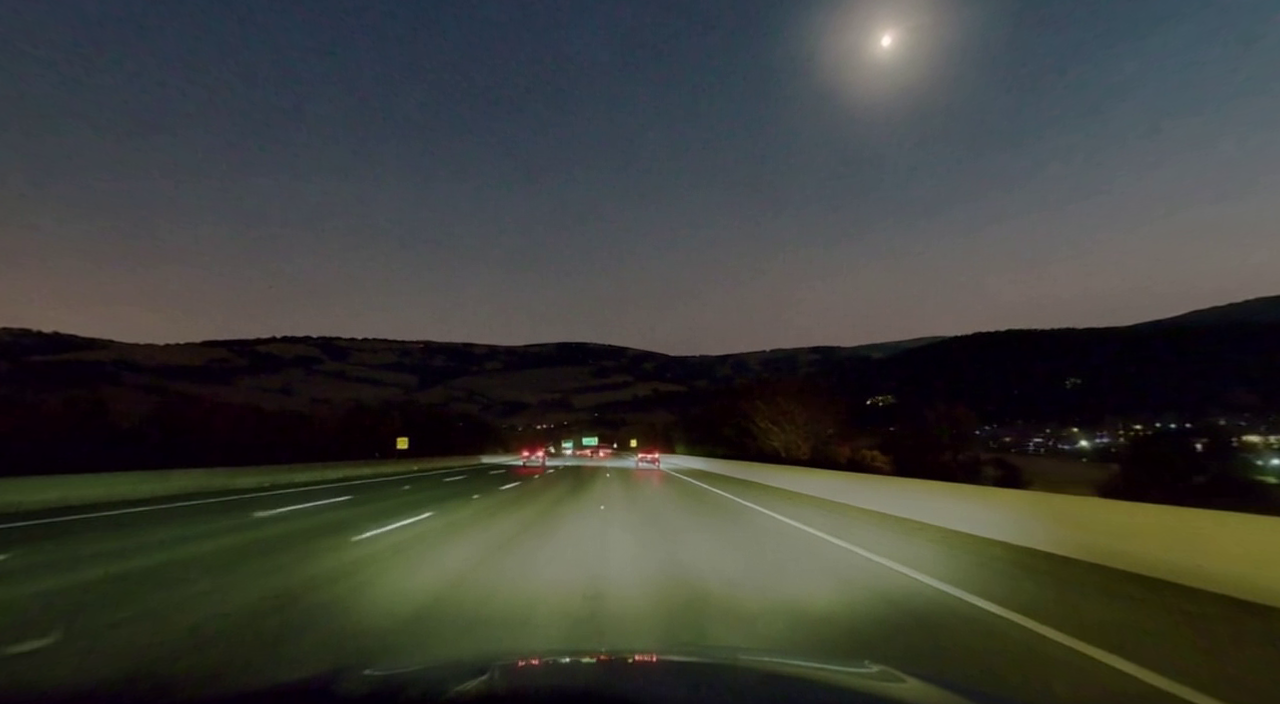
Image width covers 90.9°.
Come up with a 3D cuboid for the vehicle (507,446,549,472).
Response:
[{"bbox_3d":[-6.853,6.608,39.004,1.955,1.468,3.637,0,-9,-1],"label":"vehicle"}]

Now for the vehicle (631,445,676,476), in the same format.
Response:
[{"bbox_3d":[0.629,5.636,32.828,2.019,1.475,4.301,0,-9,-3],"label":"vehicle"}]
